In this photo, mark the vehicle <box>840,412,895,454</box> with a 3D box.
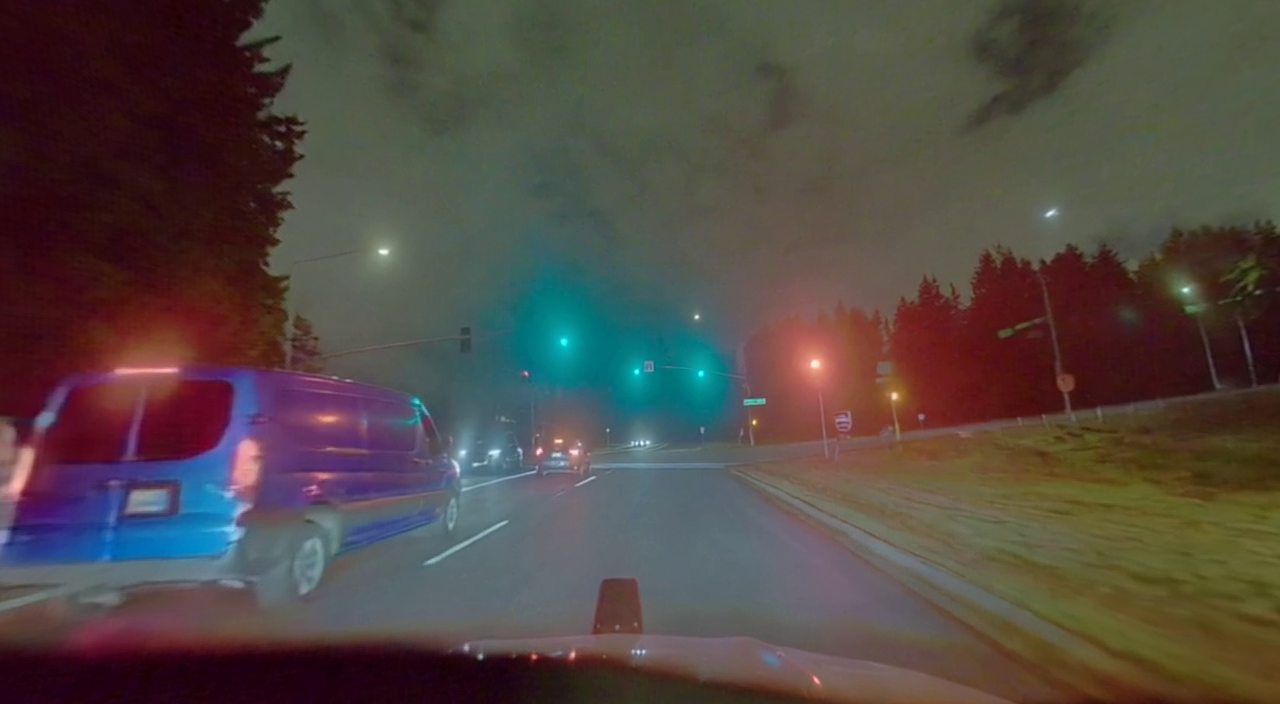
[{"bbox_3d":[10.896,3.904,30.071,2.434,1.886,1.216,6,-10,-35],"label":"vehicle"}]

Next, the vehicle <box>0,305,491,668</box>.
[{"bbox_3d":[-3.382,1.156,6.451,2.362,2.185,5.212,0,-8,1],"label":"vehicle"}]

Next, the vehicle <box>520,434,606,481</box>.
[{"bbox_3d":[-2.620,3.751,22.668,2.088,1.484,4.572,-1,-8,6],"label":"vehicle"}]
